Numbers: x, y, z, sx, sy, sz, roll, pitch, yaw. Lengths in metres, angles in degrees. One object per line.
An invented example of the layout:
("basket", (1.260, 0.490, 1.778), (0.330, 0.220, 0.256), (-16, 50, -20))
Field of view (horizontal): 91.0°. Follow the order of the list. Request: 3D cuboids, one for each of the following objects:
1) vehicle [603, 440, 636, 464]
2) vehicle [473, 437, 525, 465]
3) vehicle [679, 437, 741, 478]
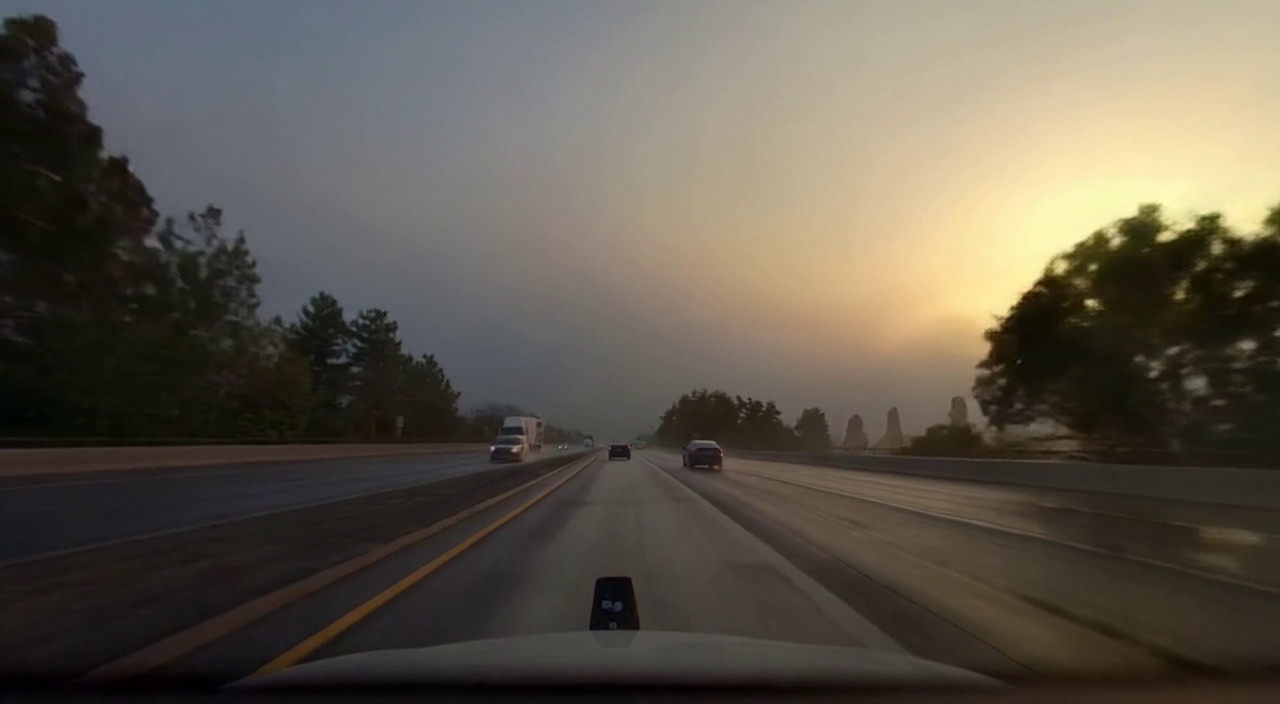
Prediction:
("vehicle", (-1.409, 6.863, 43.487), (2.178, 1.559, 4.254), (0, -8, -2))
("vehicle", (-8.179, 5.761, 36.933), (2.058, 1.503, 4.562), (0, -8, -1))
("vehicle", (2.816, 4.361, 26.233), (2.146, 1.546, 3.796), (-1, -8, 0))
